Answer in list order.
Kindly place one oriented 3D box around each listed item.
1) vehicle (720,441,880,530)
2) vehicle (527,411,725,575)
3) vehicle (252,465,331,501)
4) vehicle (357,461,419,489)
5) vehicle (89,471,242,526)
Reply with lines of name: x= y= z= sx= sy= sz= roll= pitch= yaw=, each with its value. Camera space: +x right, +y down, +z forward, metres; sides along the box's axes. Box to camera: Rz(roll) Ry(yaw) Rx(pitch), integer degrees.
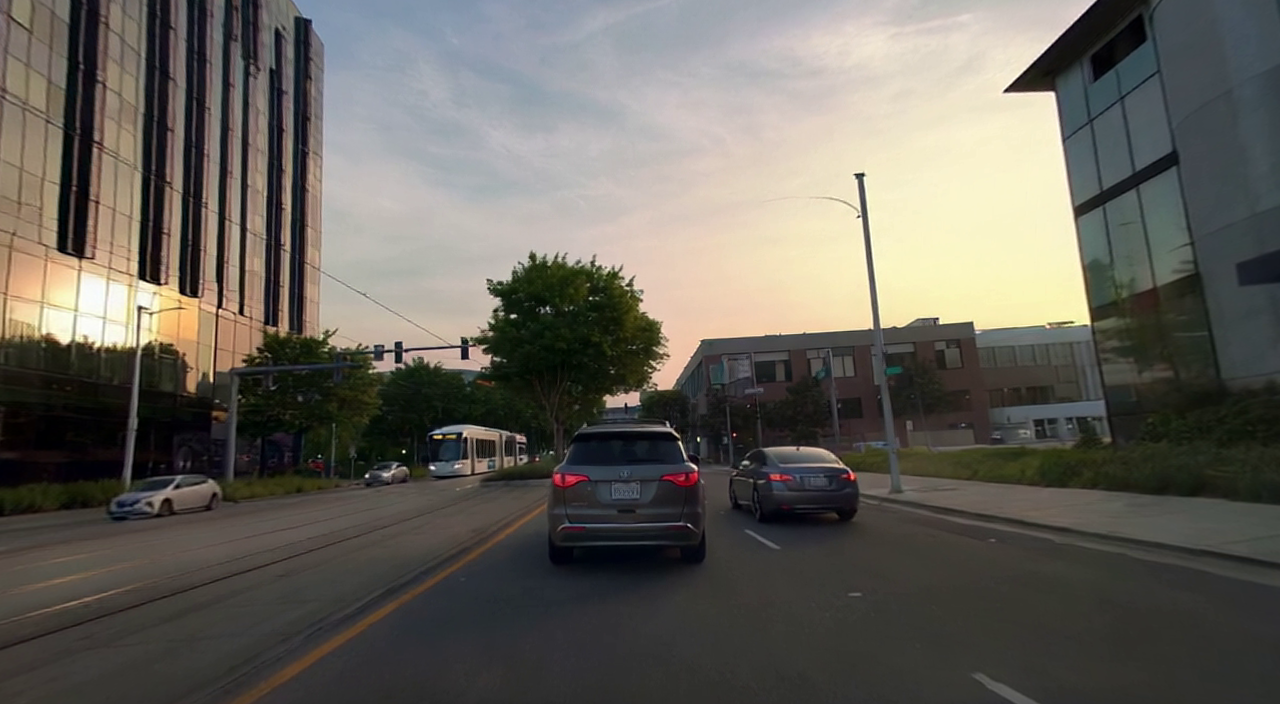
vehicle: x=3.000 y=2.592 z=12.953 sx=1.993 sy=1.480 sz=4.324 roll=0 pitch=-8 yaw=-2
vehicle: x=-0.248 y=1.869 z=9.164 sx=2.178 sy=1.779 sz=4.255 roll=0 pitch=-8 yaw=-3
vehicle: x=-19.678 y=7.385 z=35.891 sx=2.066 sy=1.700 sz=4.536 roll=0 pitch=-9 yaw=-3
vehicle: x=-15.565 y=7.605 z=39.308 sx=2.077 sy=1.458 sz=4.718 roll=0 pitch=-8 yaw=-3
vehicle: x=-15.308 y=4.724 z=20.749 sx=1.798 sy=1.409 sz=4.239 roll=0 pitch=-8 yaw=-1
